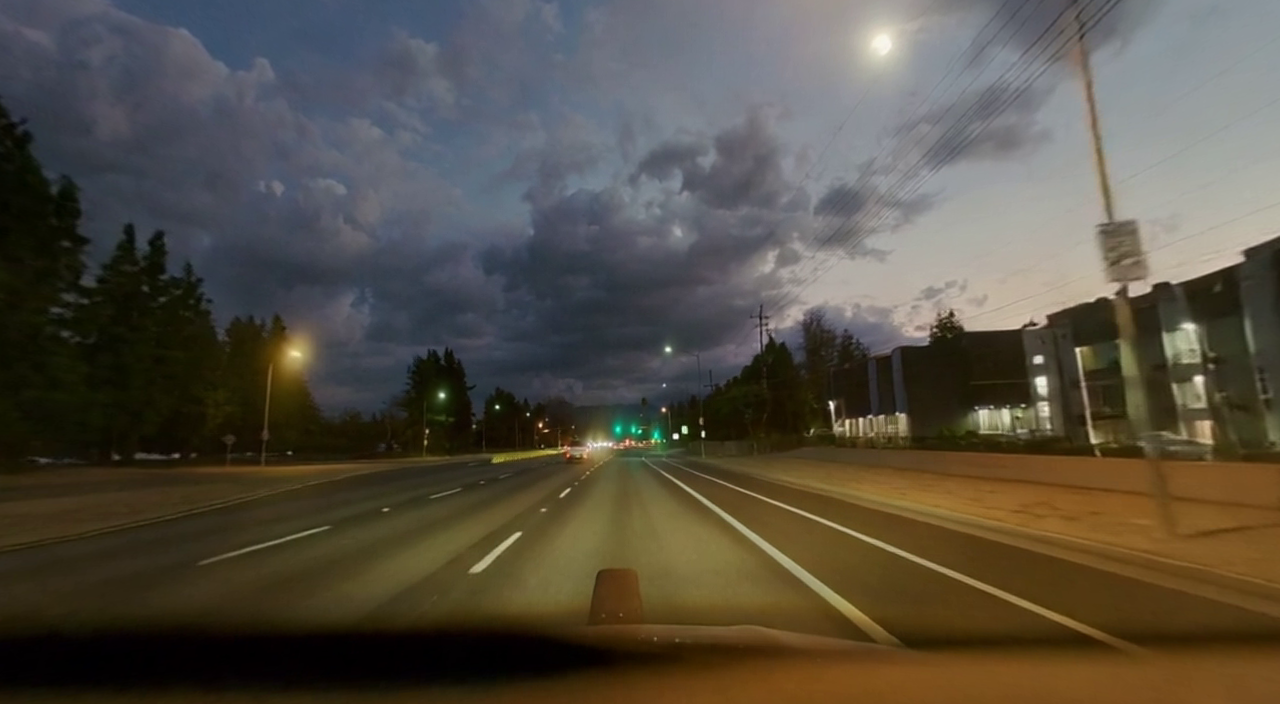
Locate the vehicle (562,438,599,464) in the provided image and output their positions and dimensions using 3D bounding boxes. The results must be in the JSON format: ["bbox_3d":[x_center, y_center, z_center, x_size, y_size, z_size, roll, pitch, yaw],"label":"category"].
[{"bbox_3d":[-3.918,6.627,42.318,2.121,1.654,3.993,0,-8,-1],"label":"vehicle"}]
